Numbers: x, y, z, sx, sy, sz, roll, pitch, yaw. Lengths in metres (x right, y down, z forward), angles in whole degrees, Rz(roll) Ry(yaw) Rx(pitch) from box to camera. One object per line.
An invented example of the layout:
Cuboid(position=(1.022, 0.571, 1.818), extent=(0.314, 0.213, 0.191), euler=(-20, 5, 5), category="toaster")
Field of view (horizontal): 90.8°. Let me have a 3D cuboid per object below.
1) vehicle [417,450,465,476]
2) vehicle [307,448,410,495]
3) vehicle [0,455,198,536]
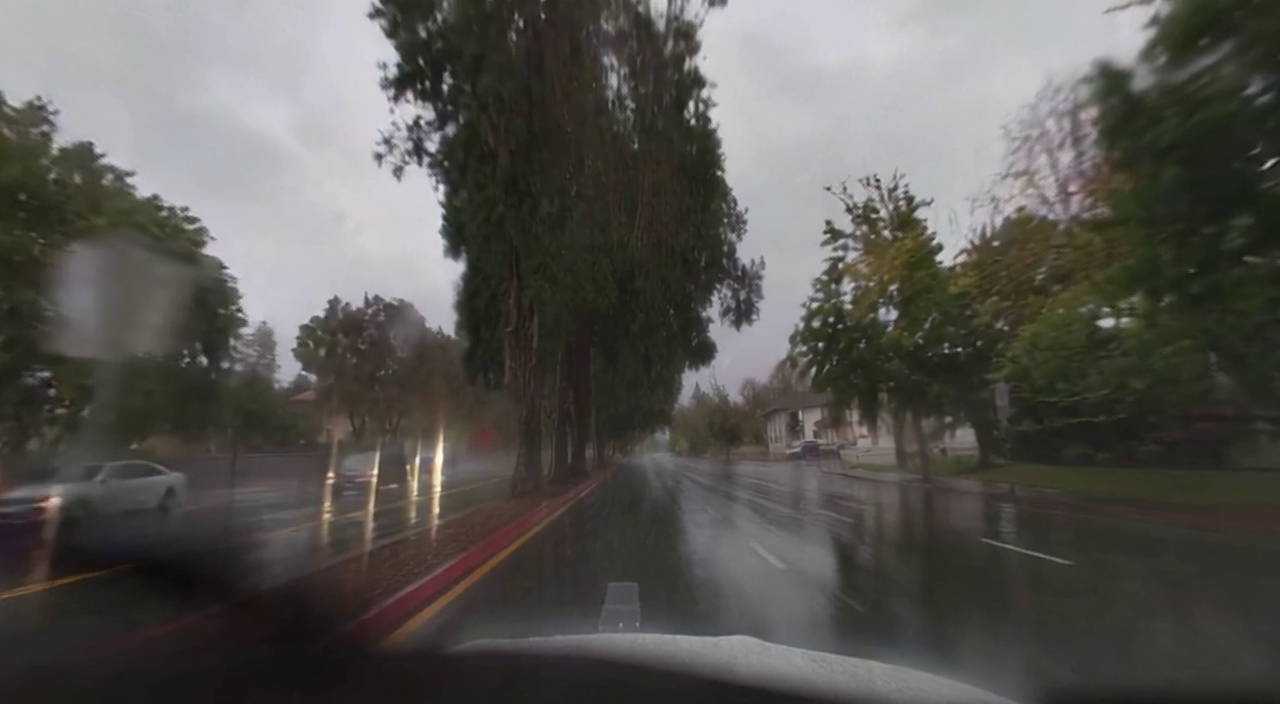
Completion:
Cuboid(position=(-14.490, 8.080, 46.265), extent=(1.919, 1.700, 4.685), euler=(0, -8, 1), category="vehicle")
Cuboid(position=(-10.630, 4.521, 24.265), extent=(2.011, 1.553, 4.390), euler=(0, -8, -2), category="vehicle")
Cuboid(position=(-14.137, 3.544, 16.308), extent=(2.012, 1.653, 4.706), euler=(0, -8, 0), category="vehicle")
